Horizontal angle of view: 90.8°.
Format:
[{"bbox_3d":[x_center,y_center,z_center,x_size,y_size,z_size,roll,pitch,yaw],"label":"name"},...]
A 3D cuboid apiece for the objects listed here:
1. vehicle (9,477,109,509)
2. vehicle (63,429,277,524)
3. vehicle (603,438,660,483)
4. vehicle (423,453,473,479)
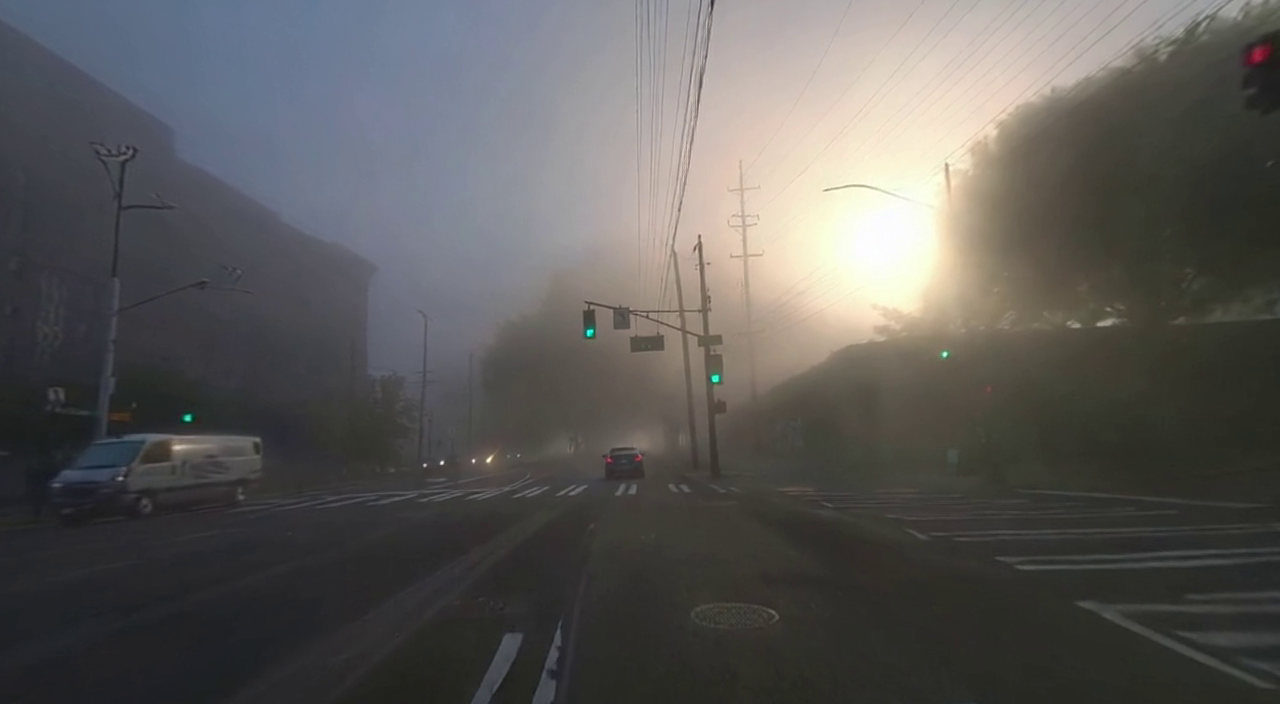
[{"bbox_3d":[-32.622,7.901,35.613,1.821,1.468,3.884,-1,-8,3],"label":"vehicle"},{"bbox_3d":[-15.757,4.110,21.956,2.356,2.730,6.606,-1,-8,0],"label":"vehicle"},{"bbox_3d":[-0.333,4.316,25.447,2.105,1.611,3.750,-1,-8,-1],"label":"vehicle"},{"bbox_3d":[-13.084,7.764,43.336,1.992,1.585,4.375,-1,-8,0],"label":"vehicle"}]
